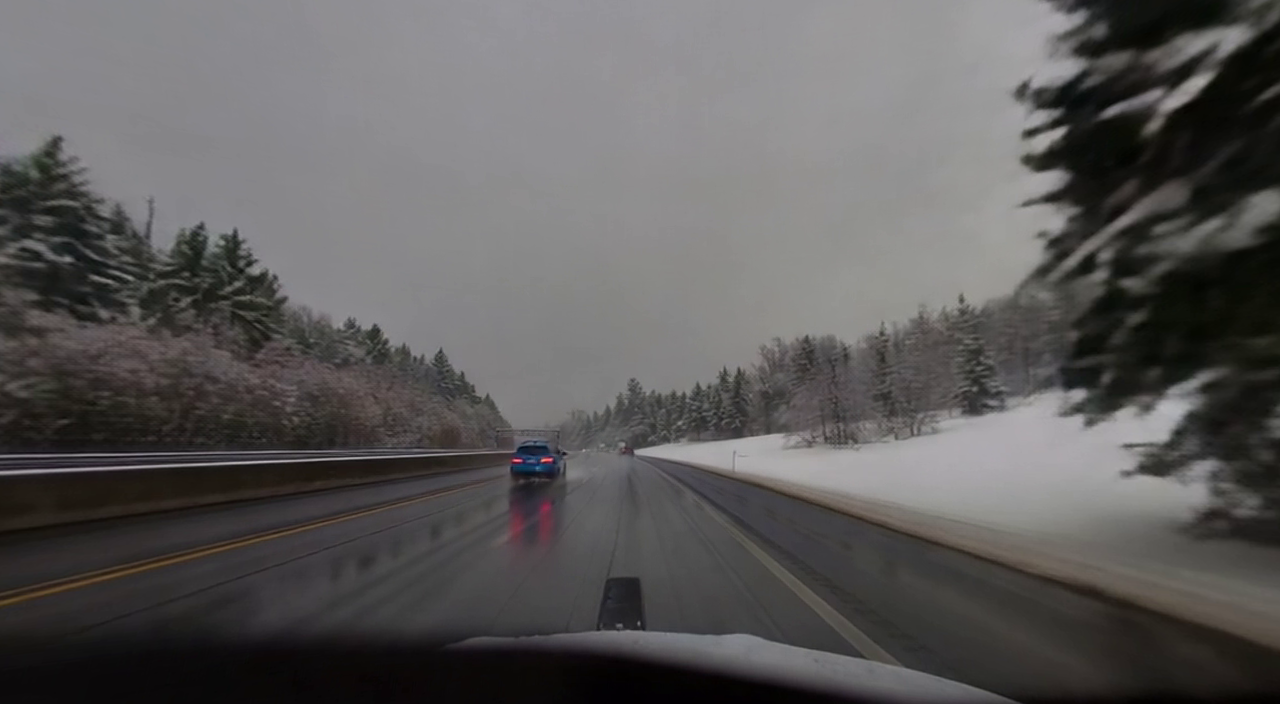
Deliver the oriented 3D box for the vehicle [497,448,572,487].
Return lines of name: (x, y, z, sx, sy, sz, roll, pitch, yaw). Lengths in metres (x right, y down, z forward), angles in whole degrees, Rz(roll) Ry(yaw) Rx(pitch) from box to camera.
vehicle: (-4.075, 4.543, 25.135, 2.126, 1.411, 4.433, 0, -9, 1)
